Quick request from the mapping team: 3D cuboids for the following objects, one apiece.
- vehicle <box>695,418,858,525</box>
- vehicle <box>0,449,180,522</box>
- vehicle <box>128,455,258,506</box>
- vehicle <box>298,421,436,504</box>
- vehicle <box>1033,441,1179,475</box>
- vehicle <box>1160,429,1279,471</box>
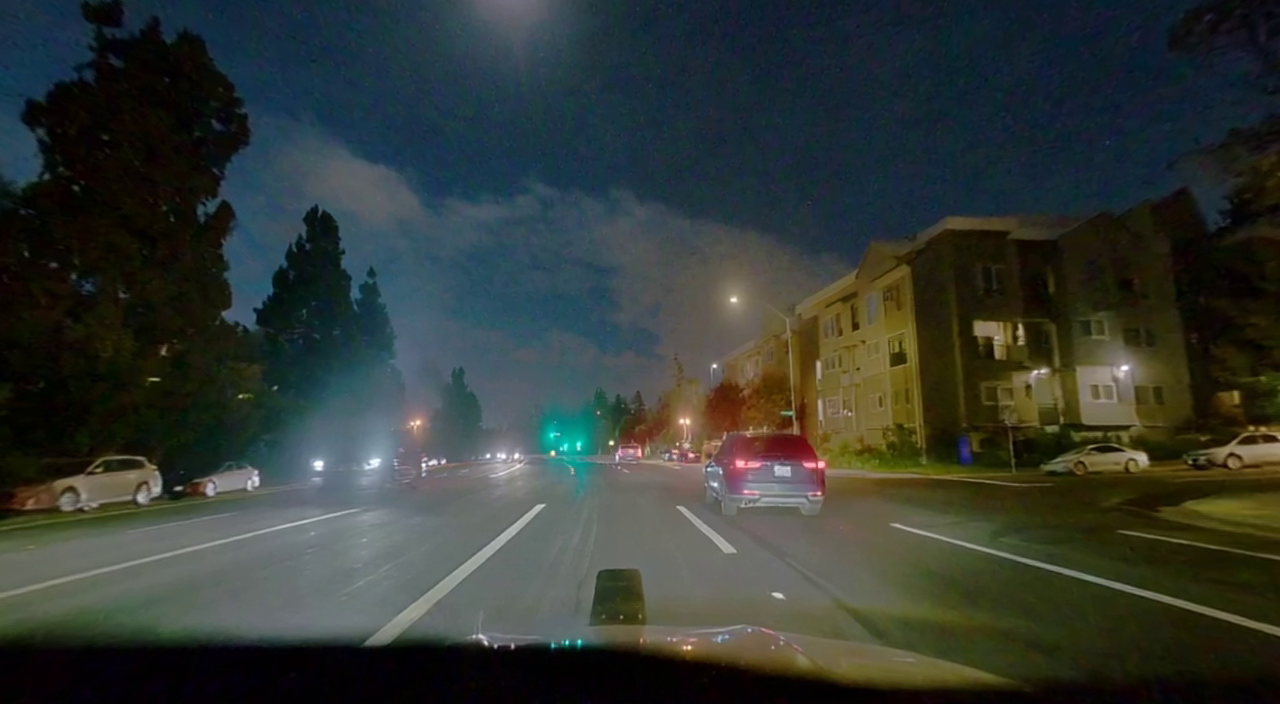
[{"bbox_3d":[2.483,2.323,12.844,2.085,1.763,4.490,0,-9,-3],"label":"vehicle"},{"bbox_3d":[-17.980,4.147,20.405,2.165,1.964,5.675,0,-8,-3],"label":"vehicle"},{"bbox_3d":[-18.071,5.171,25.917,2.078,1.612,4.798,-1,-7,-4],"label":"vehicle"},{"bbox_3d":[-8.535,3.492,20.423,2.440,2.323,4.874,0,-9,-3],"label":"vehicle"},{"bbox_3d":[20.703,4.738,28.240,4.825,1.434,2.097,-1,-9,2],"label":"vehicle"},{"bbox_3d":[26.722,4.381,28.358,4.844,1.806,2.020,-1,-9,2],"label":"vehicle"}]
